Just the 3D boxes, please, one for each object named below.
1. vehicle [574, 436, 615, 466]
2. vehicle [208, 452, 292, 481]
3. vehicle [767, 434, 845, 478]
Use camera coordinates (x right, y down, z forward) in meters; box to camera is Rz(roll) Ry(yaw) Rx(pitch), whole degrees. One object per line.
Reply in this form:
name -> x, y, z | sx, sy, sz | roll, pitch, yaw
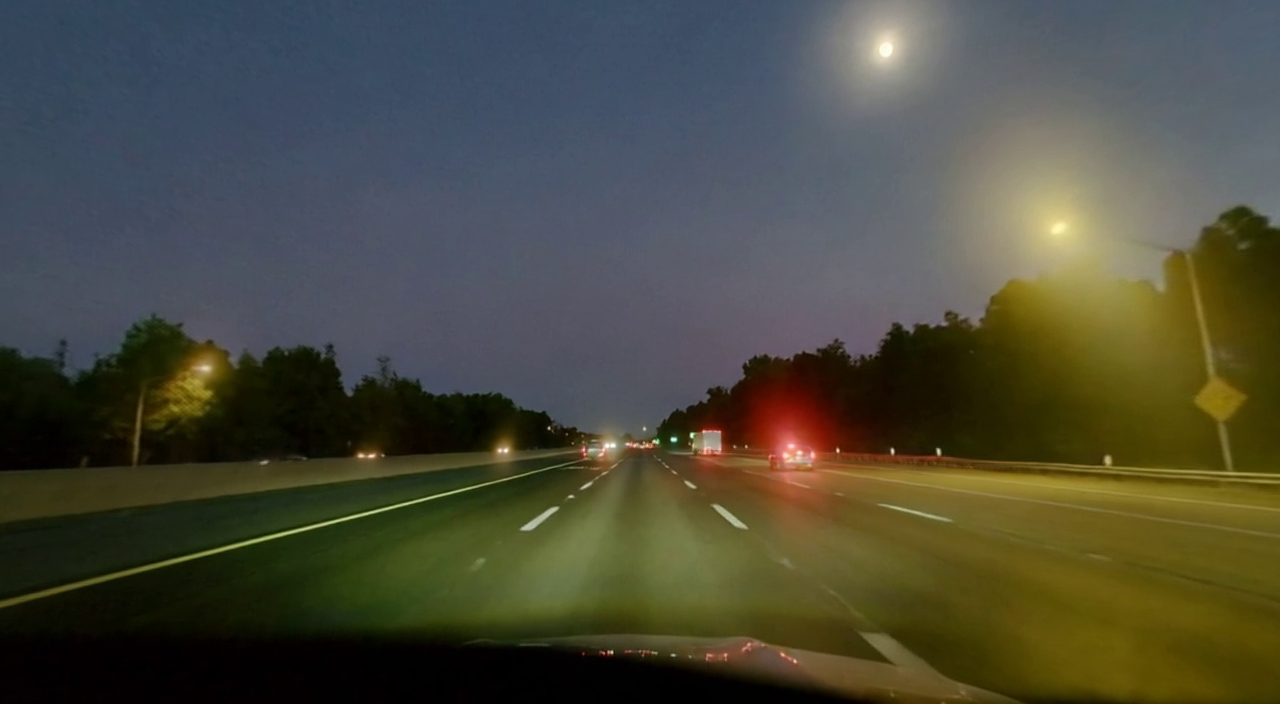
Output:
vehicle -> -3.138, 6.947, 44.428 | 2.453, 1.952, 5.320 | 0, -8, 1
vehicle -> -22.085, 6.491, 35.946 | 1.878, 1.486, 4.512 | 0, -8, 0
vehicle -> 6.898, 4.358, 26.678 | 2.063, 1.706, 4.259 | 0, -8, -1
